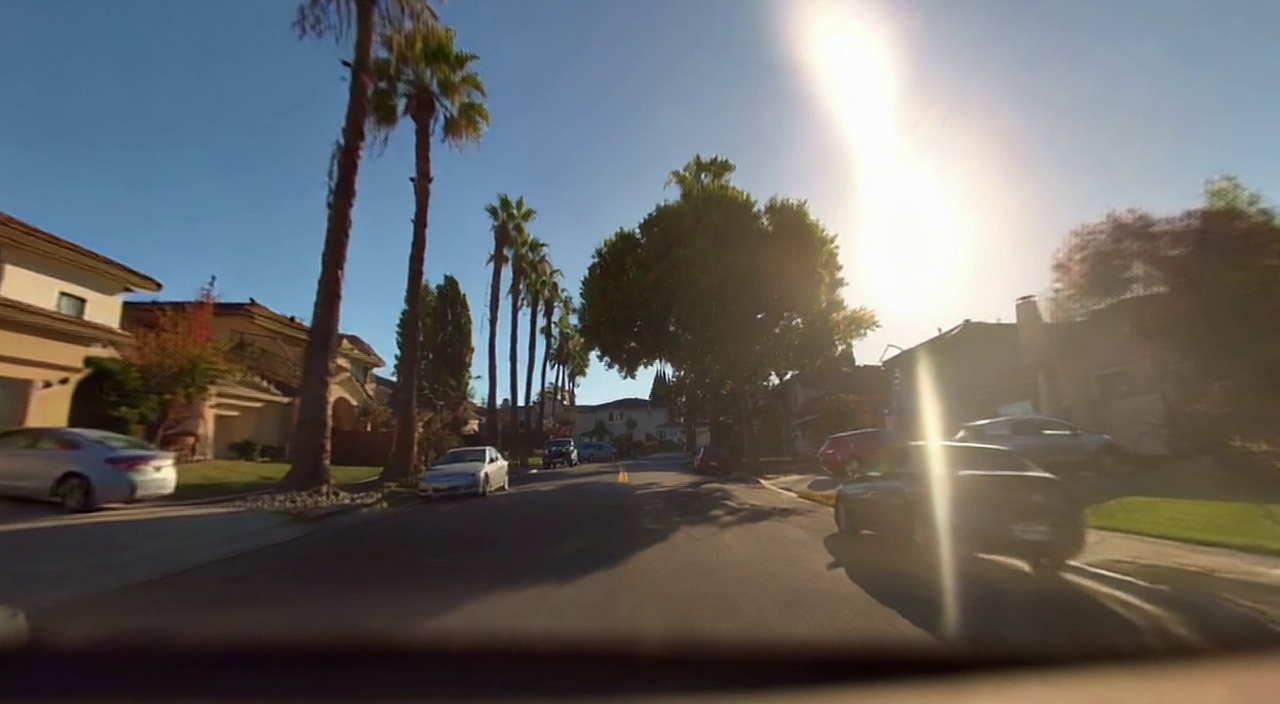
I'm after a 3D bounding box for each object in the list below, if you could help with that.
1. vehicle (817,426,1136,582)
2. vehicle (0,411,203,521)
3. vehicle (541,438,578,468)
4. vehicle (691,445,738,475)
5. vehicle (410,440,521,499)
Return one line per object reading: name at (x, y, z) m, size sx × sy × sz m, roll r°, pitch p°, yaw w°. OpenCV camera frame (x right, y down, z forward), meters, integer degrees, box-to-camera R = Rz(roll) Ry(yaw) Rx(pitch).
vehicle at (4.012, 1.858, 8.544) m, size 1.987 × 1.567 × 4.112 m, roll 0°, pitch -8°, yaw -1°
vehicle at (-10.974, 1.997, 11.635) m, size 4.314 × 1.594 × 1.852 m, roll 5°, pitch -8°, yaw -1°
vehicle at (-5.422, 6.693, 42.155) m, size 2.106 × 1.914 × 4.363 m, roll 2°, pitch -8°, yaw -11°
vehicle at (3.889, 5.710, 33.693) m, size 1.867 × 1.480 × 4.678 m, roll 0°, pitch -8°, yaw 0°
vehicle at (-4.820, 3.357, 18.252) m, size 2.080 × 1.479 × 4.531 m, roll 0°, pitch -10°, yaw -2°
